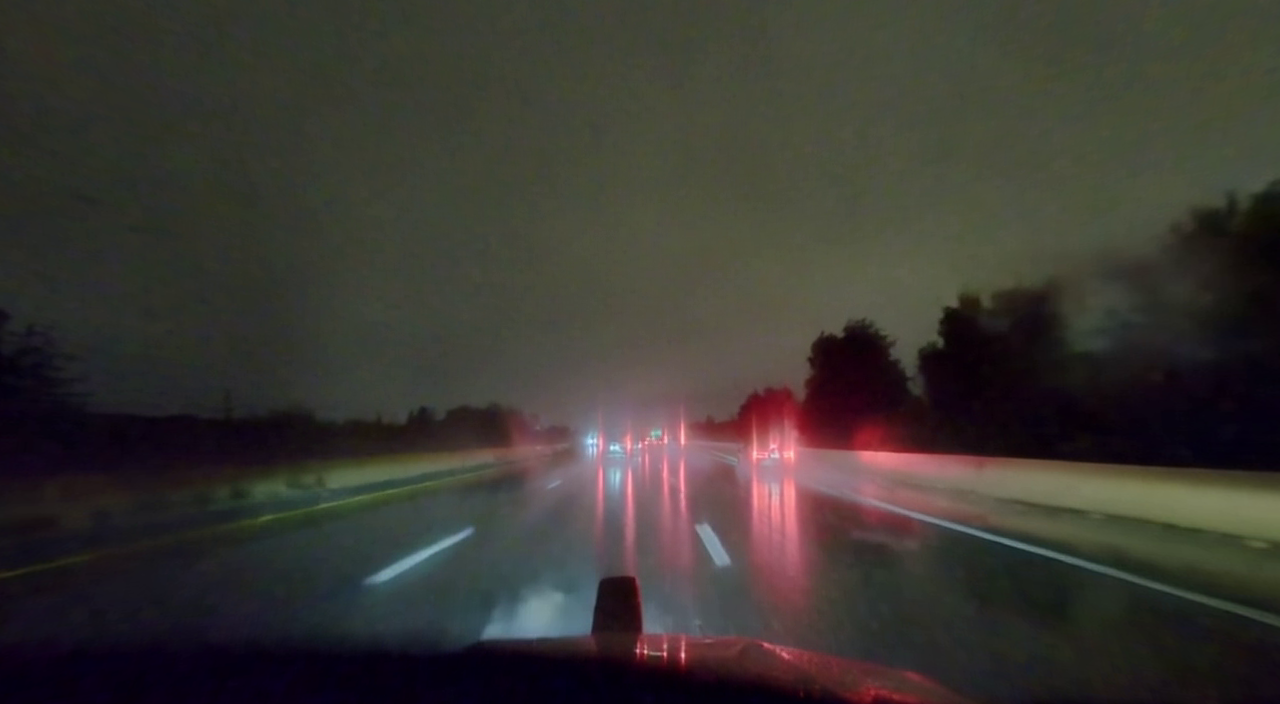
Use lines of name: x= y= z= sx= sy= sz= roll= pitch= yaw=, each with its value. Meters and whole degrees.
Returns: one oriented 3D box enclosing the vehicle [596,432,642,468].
vehicle: x=-0.938 y=4.663 z=30.129 sx=2.039 sy=1.589 sz=4.324 roll=0 pitch=-8 yaw=0
